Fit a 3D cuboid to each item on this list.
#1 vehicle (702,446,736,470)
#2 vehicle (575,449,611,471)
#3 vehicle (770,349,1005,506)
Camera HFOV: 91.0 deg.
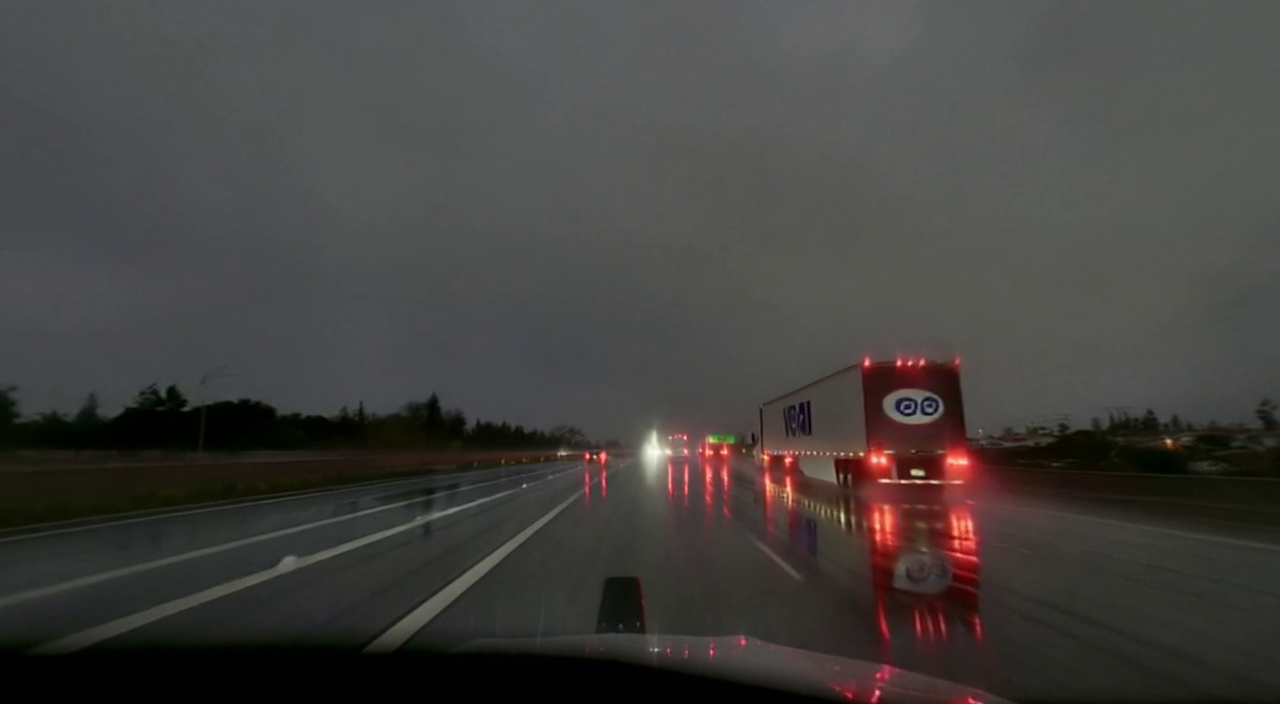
[{"bbox_3d":[5.995,8.112,48.405,2.188,1.727,4.381,0,-9,2],"label":"vehicle"},{"bbox_3d":[-3.357,7.813,45.925,2.164,1.507,4.748,0,-9,1],"label":"vehicle"},{"bbox_3d":[8.138,3.147,24.462,2.912,4.143,15.538,0,-9,0],"label":"vehicle"}]
